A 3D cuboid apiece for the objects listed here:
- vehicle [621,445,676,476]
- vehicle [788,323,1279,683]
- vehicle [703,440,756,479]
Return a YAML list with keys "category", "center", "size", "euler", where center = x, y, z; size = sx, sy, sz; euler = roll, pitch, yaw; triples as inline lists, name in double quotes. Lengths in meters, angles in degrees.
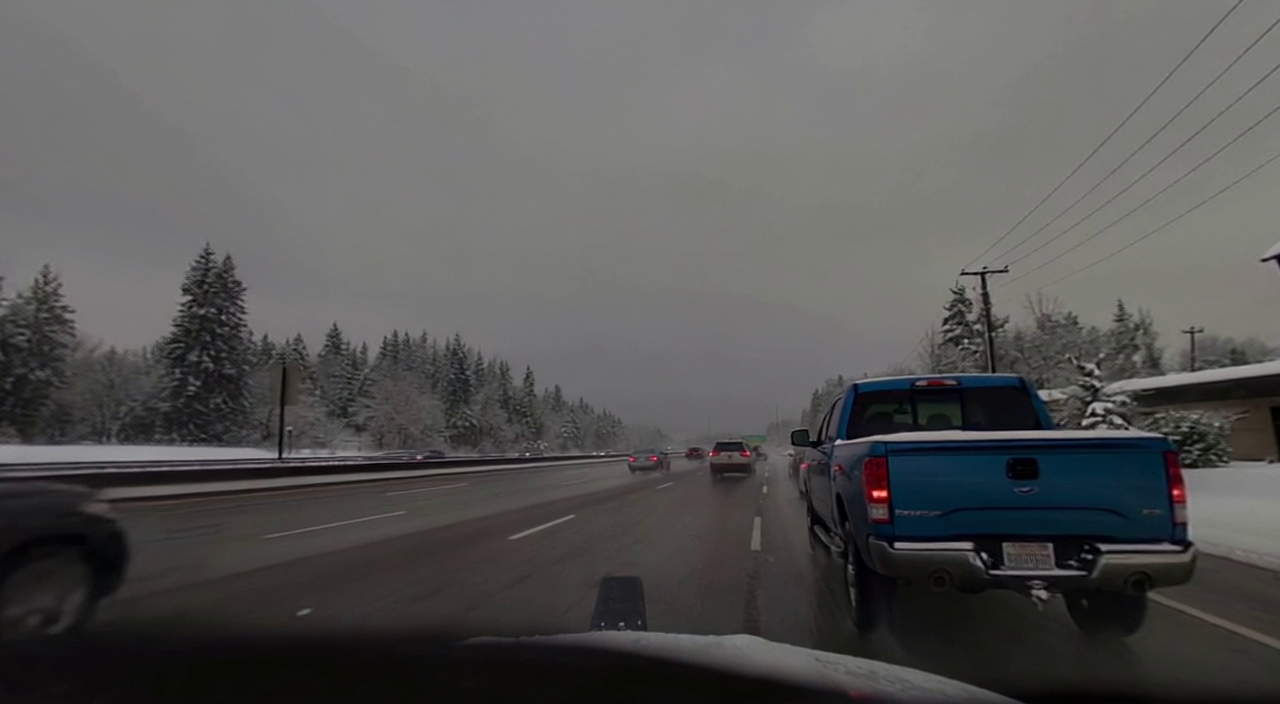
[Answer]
- category: "vehicle"
  center: [0.516, 5.689, 33.379]
  size: [2.119, 1.478, 4.644]
  euler: [-2, -8, 11]
- category: "vehicle"
  center: [3.363, 1.379, 7.277]
  size: [3.024, 2.092, 6.797]
  euler: [-2, -8, 12]
- category: "vehicle"
  center: [4.266, 4.981, 29.471]
  size: [2.080, 1.682, 4.150]
  euler: [-2, -9, 12]
